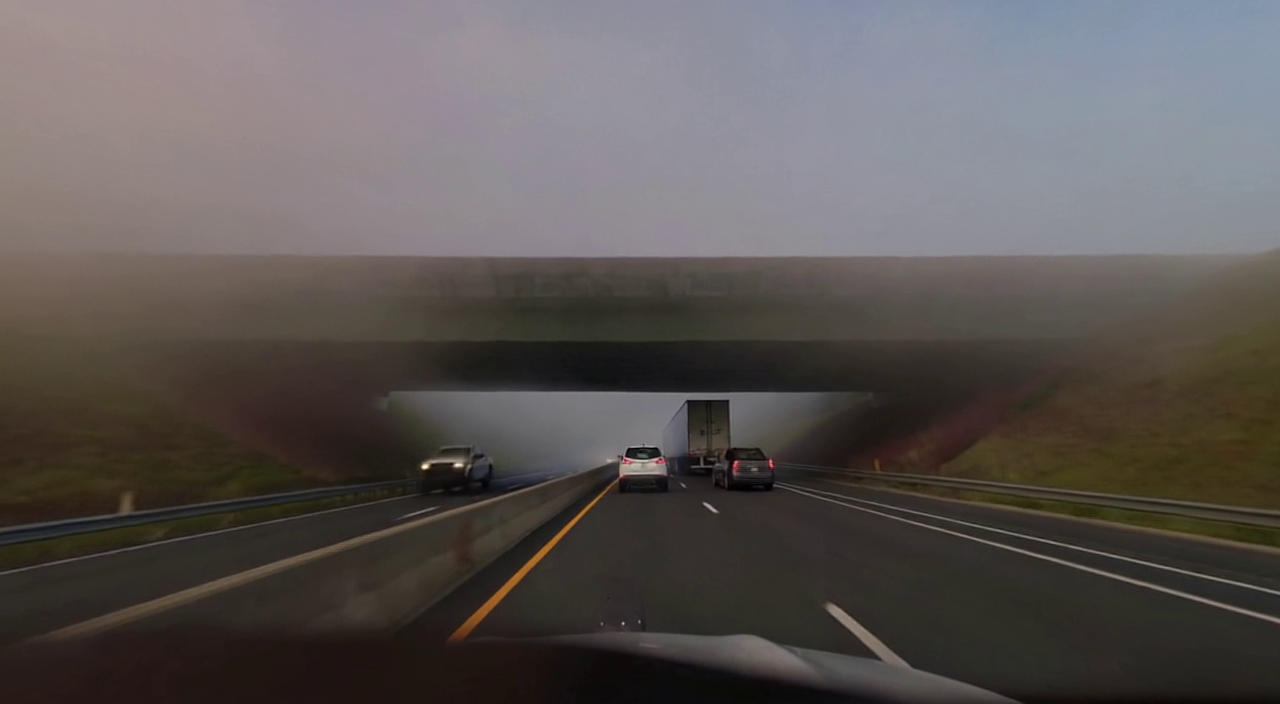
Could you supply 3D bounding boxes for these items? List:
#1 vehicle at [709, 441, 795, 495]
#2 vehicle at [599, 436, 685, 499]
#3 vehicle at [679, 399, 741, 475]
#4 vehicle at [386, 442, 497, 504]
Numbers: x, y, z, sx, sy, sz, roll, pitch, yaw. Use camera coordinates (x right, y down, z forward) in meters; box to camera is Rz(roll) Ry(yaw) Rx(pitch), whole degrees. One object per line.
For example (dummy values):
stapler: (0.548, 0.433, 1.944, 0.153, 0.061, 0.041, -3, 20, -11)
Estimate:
vehicle: (3.418, 3.609, 19.937, 1.972, 1.505, 3.946, -1, -9, 0)
vehicle: (0.094, 3.368, 18.730, 2.256, 1.615, 4.114, -1, -9, 1)
vehicle: (3.926, 5.036, 36.841, 2.948, 3.974, 6.480, -1, -9, 1)
vehicle: (-6.376, 3.907, 20.764, 2.233, 1.685, 4.222, -4, -9, 1)
